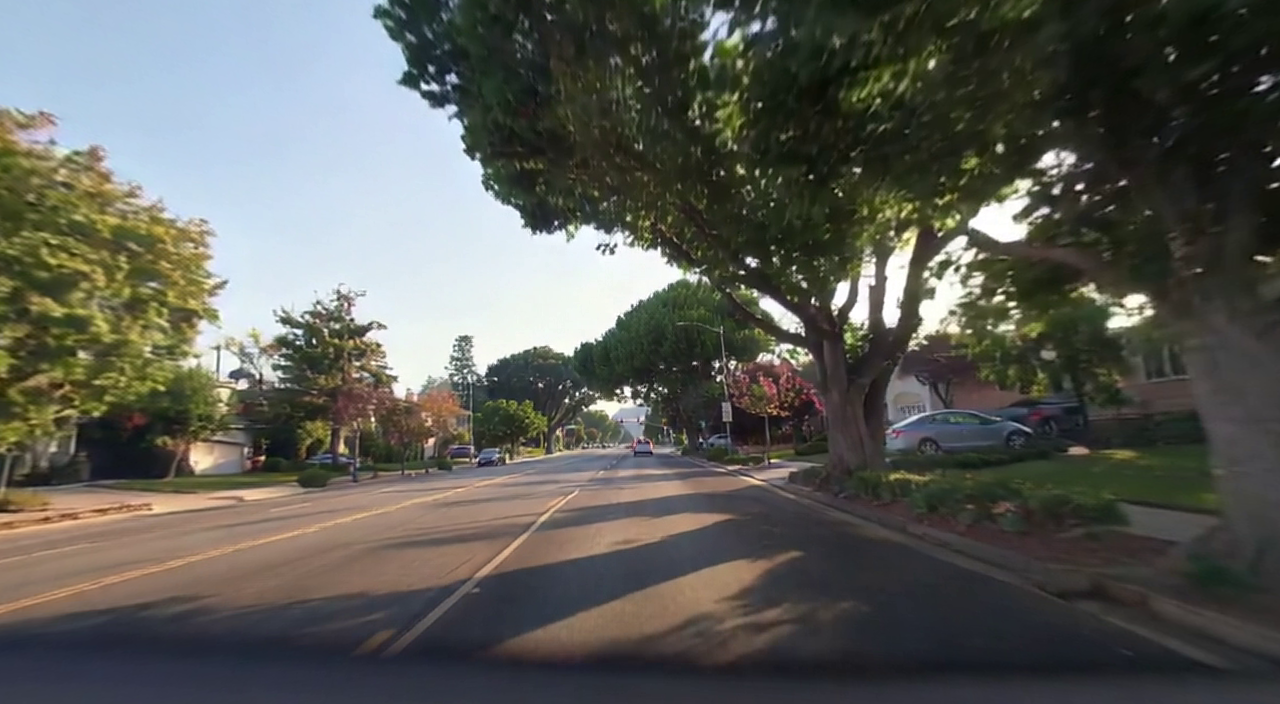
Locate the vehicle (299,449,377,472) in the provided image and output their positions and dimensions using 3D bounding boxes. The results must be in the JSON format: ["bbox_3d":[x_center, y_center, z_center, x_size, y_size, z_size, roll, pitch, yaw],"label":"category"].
[{"bbox_3d":[-22.587,8.136,47.333,4.791,1.564,2.125,0,-8,-5],"label":"vehicle"}]

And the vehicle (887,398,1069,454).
[{"bbox_3d":[11.276,2.580,21.482,4.996,1.563,1.984,-5,-9,15],"label":"vehicle"}]
